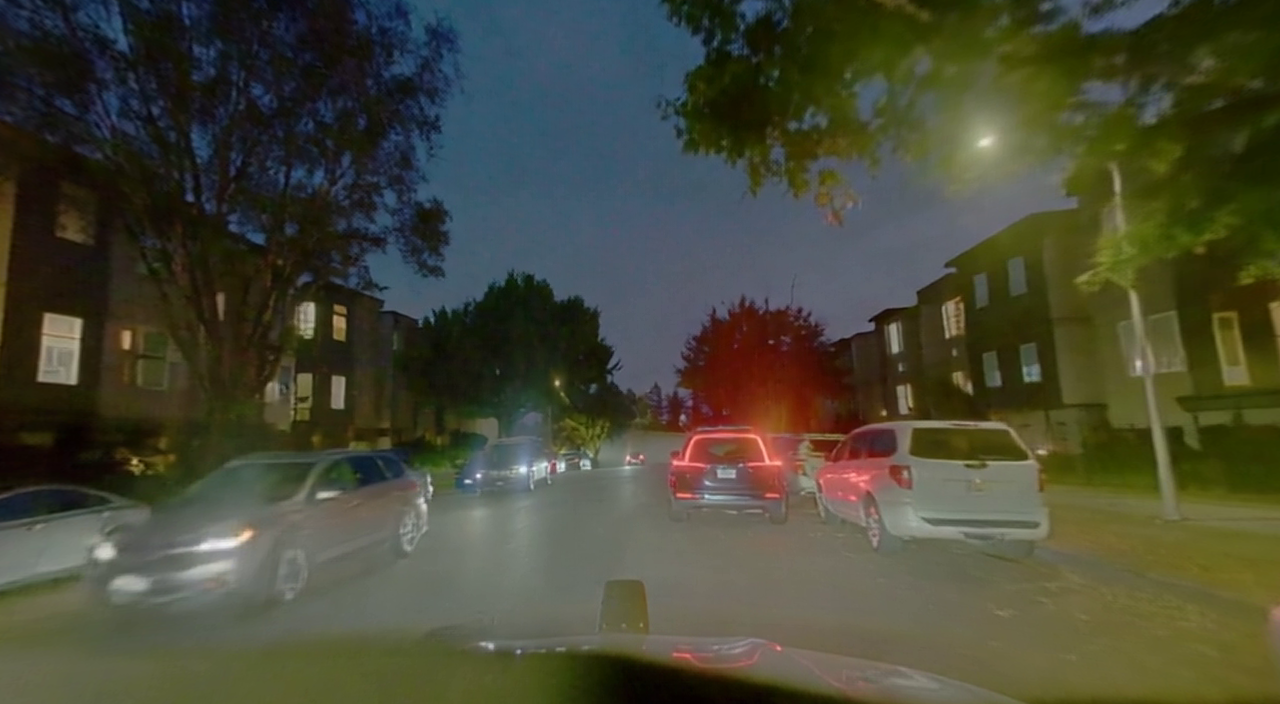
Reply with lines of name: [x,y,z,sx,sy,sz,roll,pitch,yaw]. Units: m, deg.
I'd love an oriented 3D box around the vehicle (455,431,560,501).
vehicle: [-4.262,3.775,21.259,2.197,2.047,4.985,-1,-9,4]

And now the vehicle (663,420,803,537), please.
vehicle: [1.500,2.288,12.032,2.055,1.717,5.172,-1,-9,3]

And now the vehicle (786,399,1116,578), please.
vehicle: [3.778,1.788,9.087,2.082,1.799,5.207,0,-9,0]

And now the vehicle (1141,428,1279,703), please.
vehicle: [3.584,0.792,1.137,1.881,1.403,4.214,0,-9,0]

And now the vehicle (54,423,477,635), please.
vehicle: [-3.693,1.766,7.294,2.018,1.691,3.995,-2,-9,9]
